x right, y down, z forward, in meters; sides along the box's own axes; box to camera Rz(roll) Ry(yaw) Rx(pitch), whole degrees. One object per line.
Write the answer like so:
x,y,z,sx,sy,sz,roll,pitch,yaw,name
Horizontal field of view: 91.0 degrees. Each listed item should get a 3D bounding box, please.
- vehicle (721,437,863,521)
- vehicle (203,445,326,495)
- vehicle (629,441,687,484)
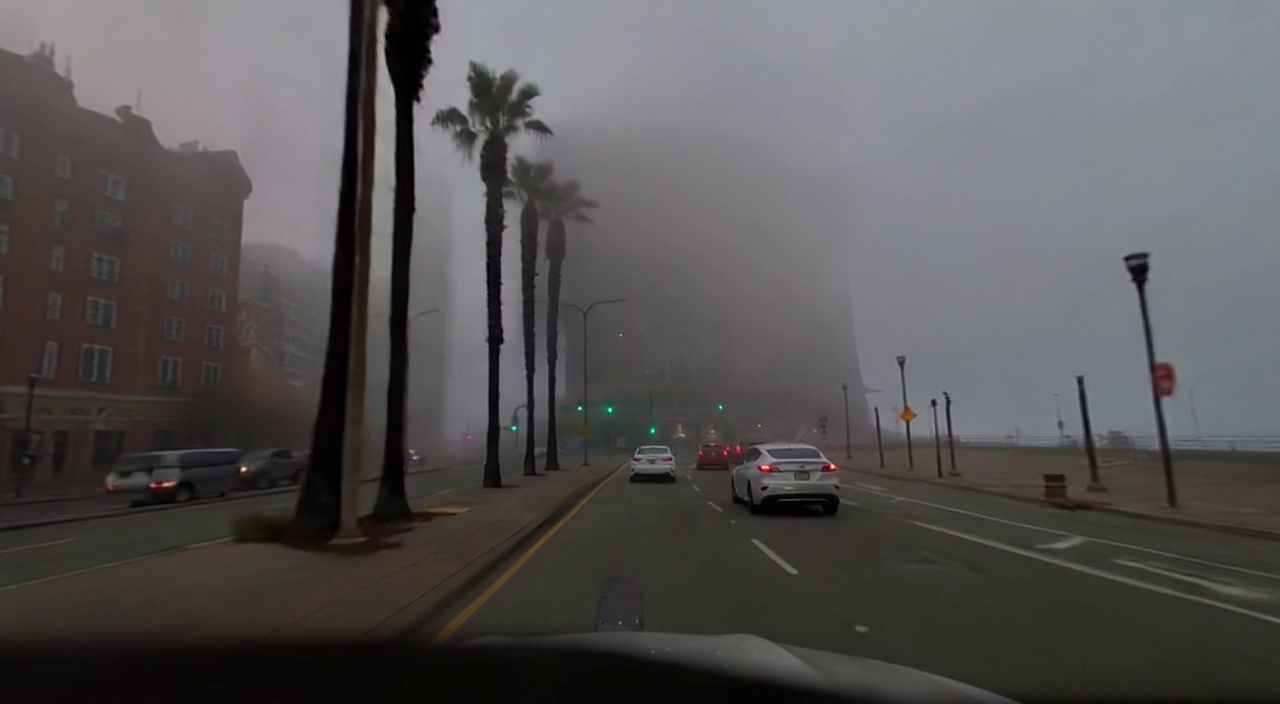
3.069,2.677,13.916,2.051,1.509,4.933,0,-9,2,vehicle
-15.567,4.884,26.510,2.048,1.830,5.136,-1,-9,-1,vehicle
0.759,4.211,24.326,2.077,1.518,3.760,-1,-9,4,vehicle
